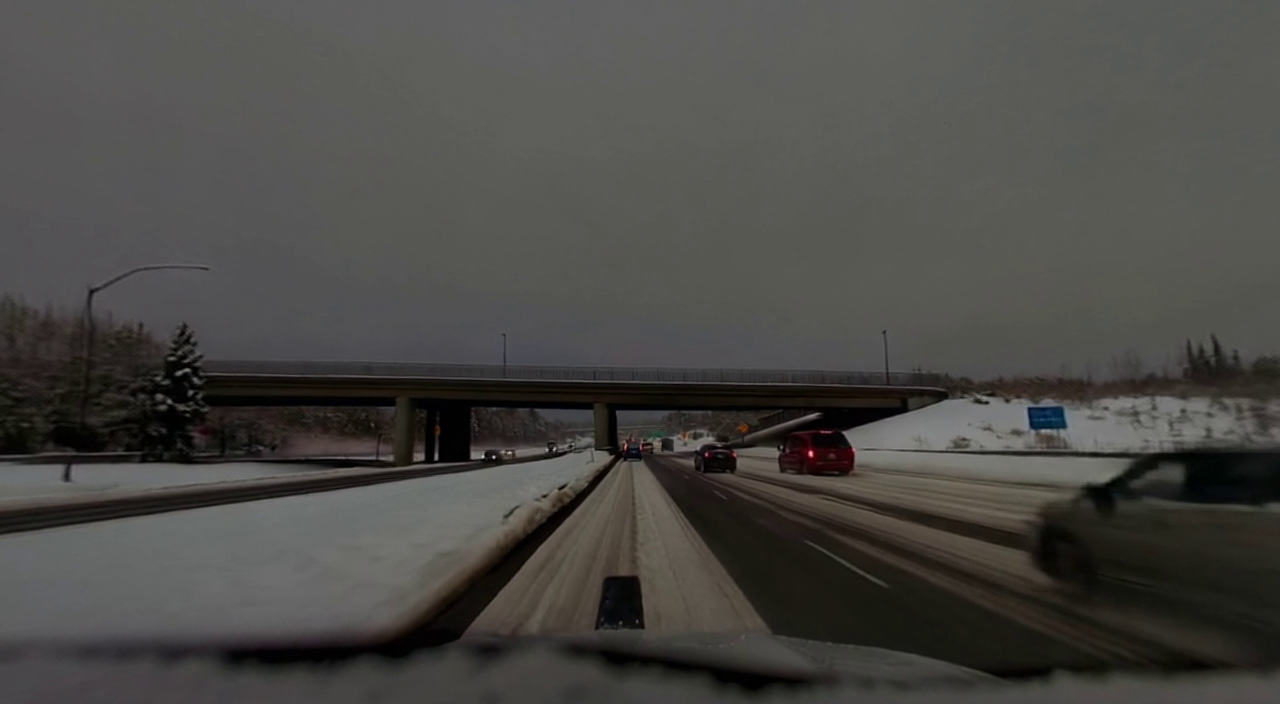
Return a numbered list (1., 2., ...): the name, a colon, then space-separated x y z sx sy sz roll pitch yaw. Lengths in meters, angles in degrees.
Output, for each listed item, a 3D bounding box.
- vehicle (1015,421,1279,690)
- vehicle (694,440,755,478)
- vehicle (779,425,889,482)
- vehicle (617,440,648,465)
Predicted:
1. vehicle: 4.481 1.129 3.570 1.971 1.453 4.414 0 -8 0
2. vehicle: 3.822 4.940 29.454 2.005 1.585 4.863 0 -8 -2
3. vehicle: 7.663 4.117 25.817 2.448 2.042 5.959 0 -8 -1
4. vehicle: -0.596 7.545 47.522 2.256 1.743 4.189 0 -8 -1
